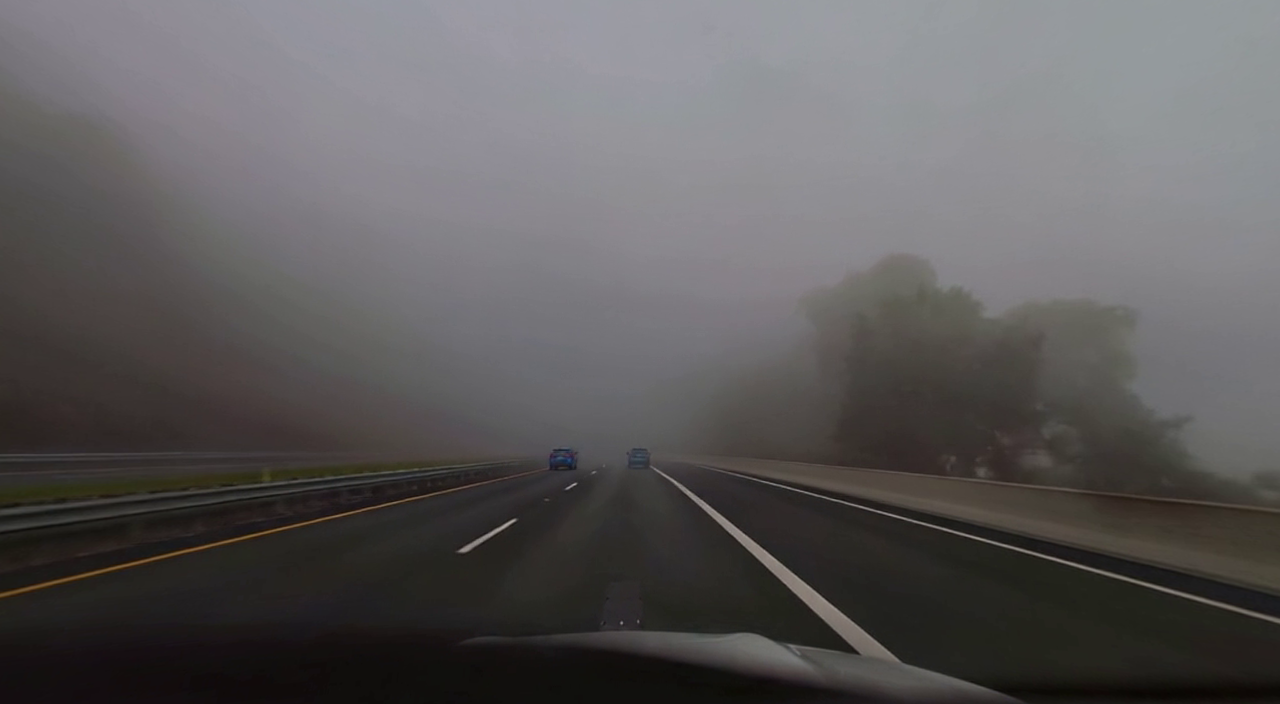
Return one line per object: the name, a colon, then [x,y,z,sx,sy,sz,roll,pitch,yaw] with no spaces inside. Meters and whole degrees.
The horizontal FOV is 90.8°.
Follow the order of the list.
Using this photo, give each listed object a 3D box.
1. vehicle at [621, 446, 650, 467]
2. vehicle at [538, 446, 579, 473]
vehicle: [-0.358,7.638,46.256,2.031,1.483,3.417,0,-9,-3]
vehicle: [-4.992,6.643,39.276,1.957,1.499,4.965,0,-9,-1]
